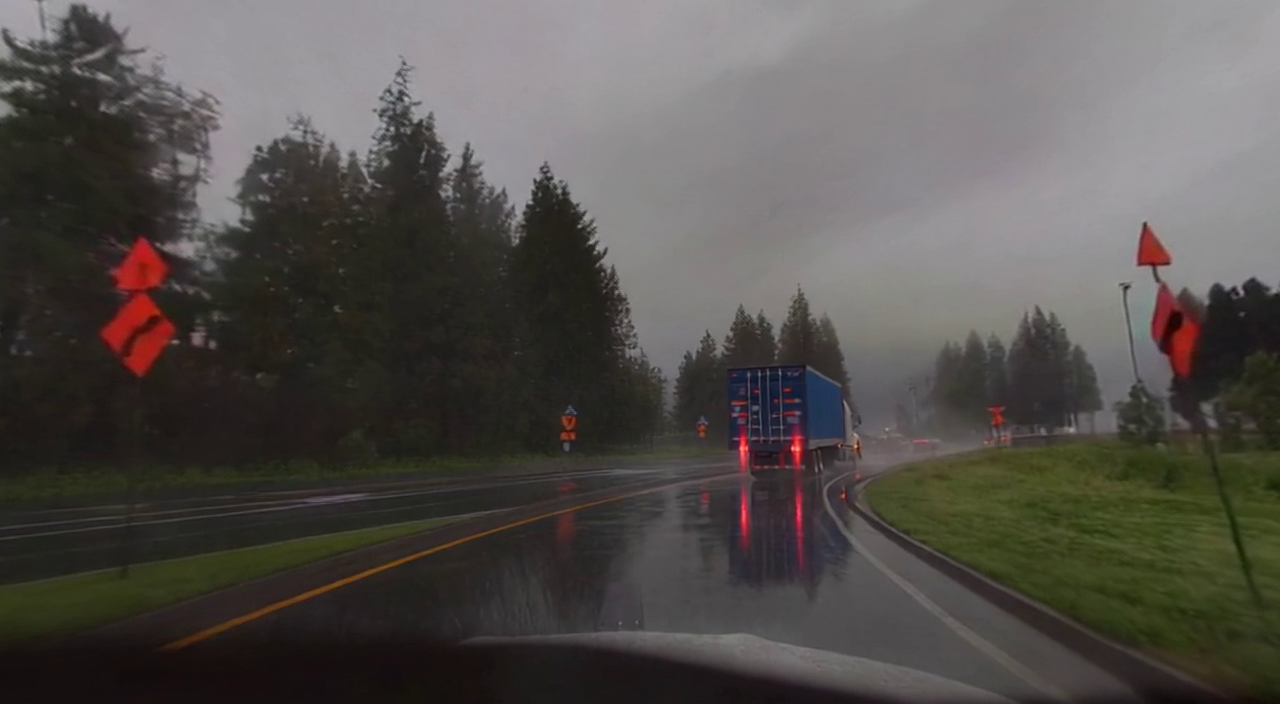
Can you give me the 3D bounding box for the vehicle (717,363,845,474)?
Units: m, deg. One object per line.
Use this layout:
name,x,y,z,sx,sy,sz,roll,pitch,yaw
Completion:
vehicle,6.046,2.807,25.457,2.937,3.647,9.344,-4,-9,25
